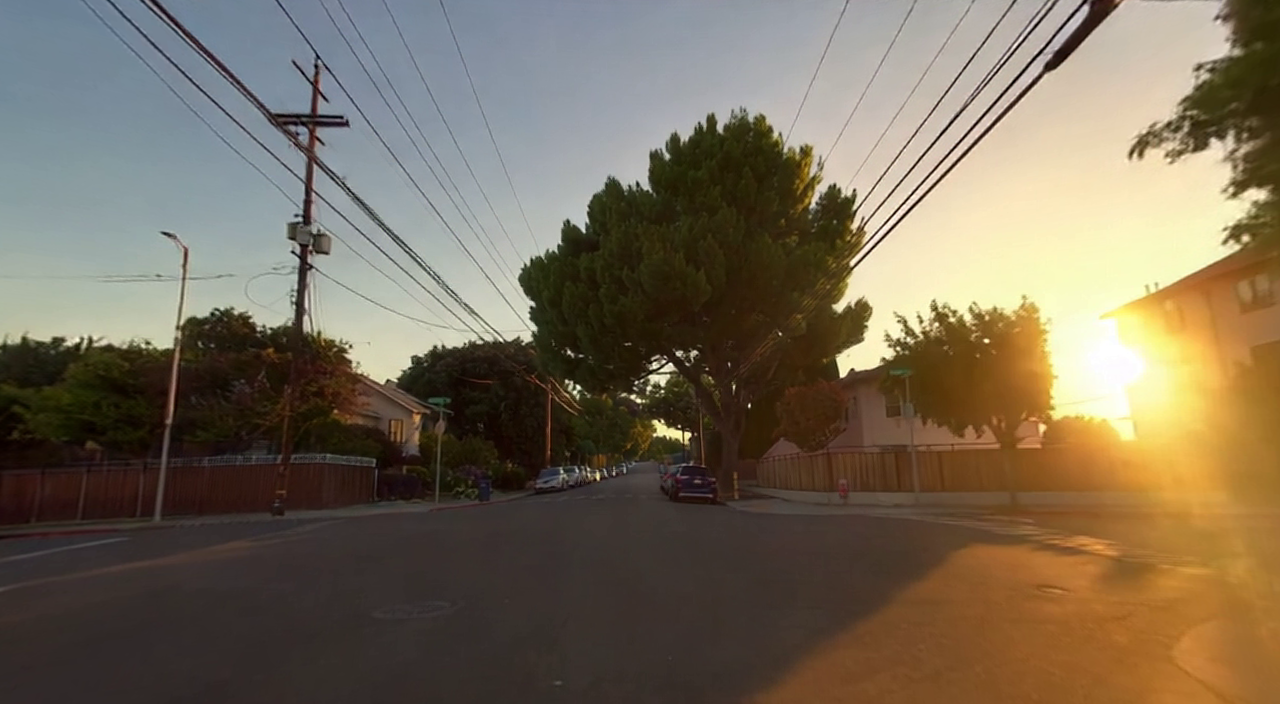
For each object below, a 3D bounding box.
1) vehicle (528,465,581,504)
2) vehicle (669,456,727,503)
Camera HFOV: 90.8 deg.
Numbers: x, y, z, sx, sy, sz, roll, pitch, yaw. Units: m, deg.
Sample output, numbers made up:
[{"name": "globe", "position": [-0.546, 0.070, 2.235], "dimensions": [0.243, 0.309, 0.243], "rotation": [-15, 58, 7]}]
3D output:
[{"name": "vehicle", "position": [-4.314, 6.788, 32.712], "dimensions": [2.189, 1.771, 4.571], "rotation": [0, -9, -1]}, {"name": "vehicle", "position": [2.573, 5.801, 29.187], "dimensions": [2.051, 1.874, 4.459], "rotation": [0, -8, -2]}]
